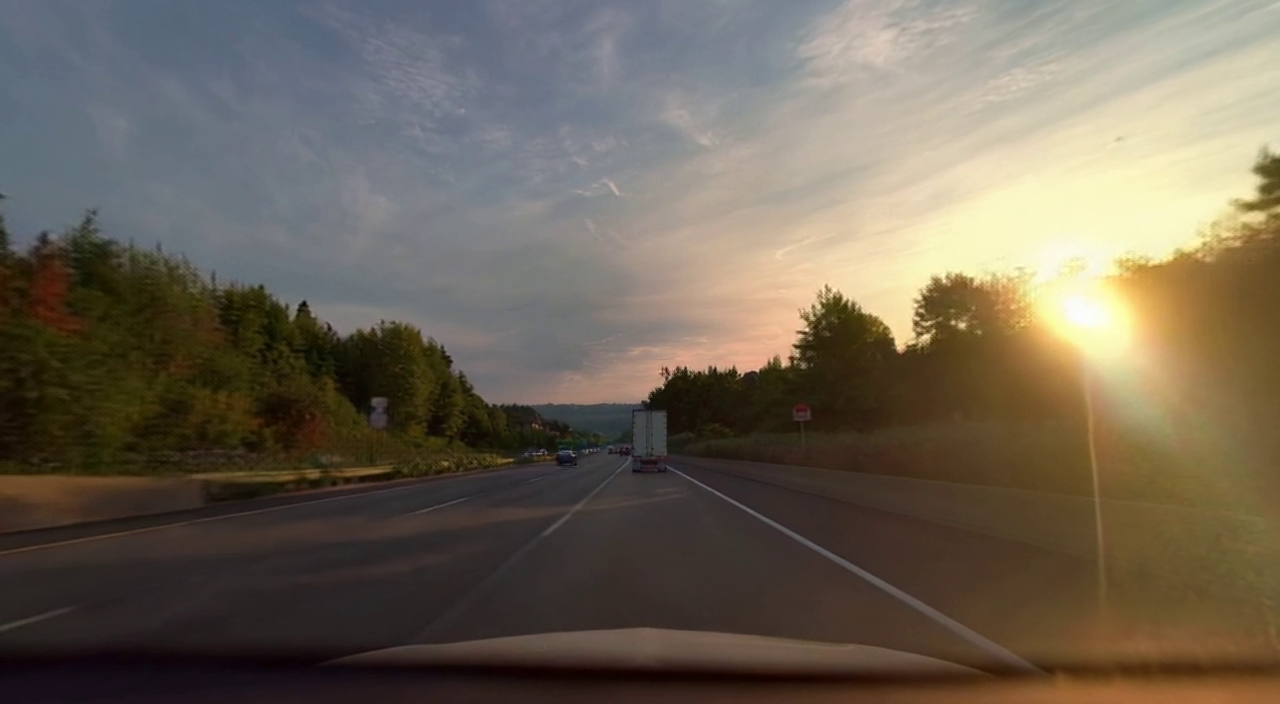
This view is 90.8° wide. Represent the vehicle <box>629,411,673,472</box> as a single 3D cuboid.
[{"bbox_3d":[0.681,7.156,49.476,2.901,4.032,14.338,0,-9,0],"label":"vehicle"}]
